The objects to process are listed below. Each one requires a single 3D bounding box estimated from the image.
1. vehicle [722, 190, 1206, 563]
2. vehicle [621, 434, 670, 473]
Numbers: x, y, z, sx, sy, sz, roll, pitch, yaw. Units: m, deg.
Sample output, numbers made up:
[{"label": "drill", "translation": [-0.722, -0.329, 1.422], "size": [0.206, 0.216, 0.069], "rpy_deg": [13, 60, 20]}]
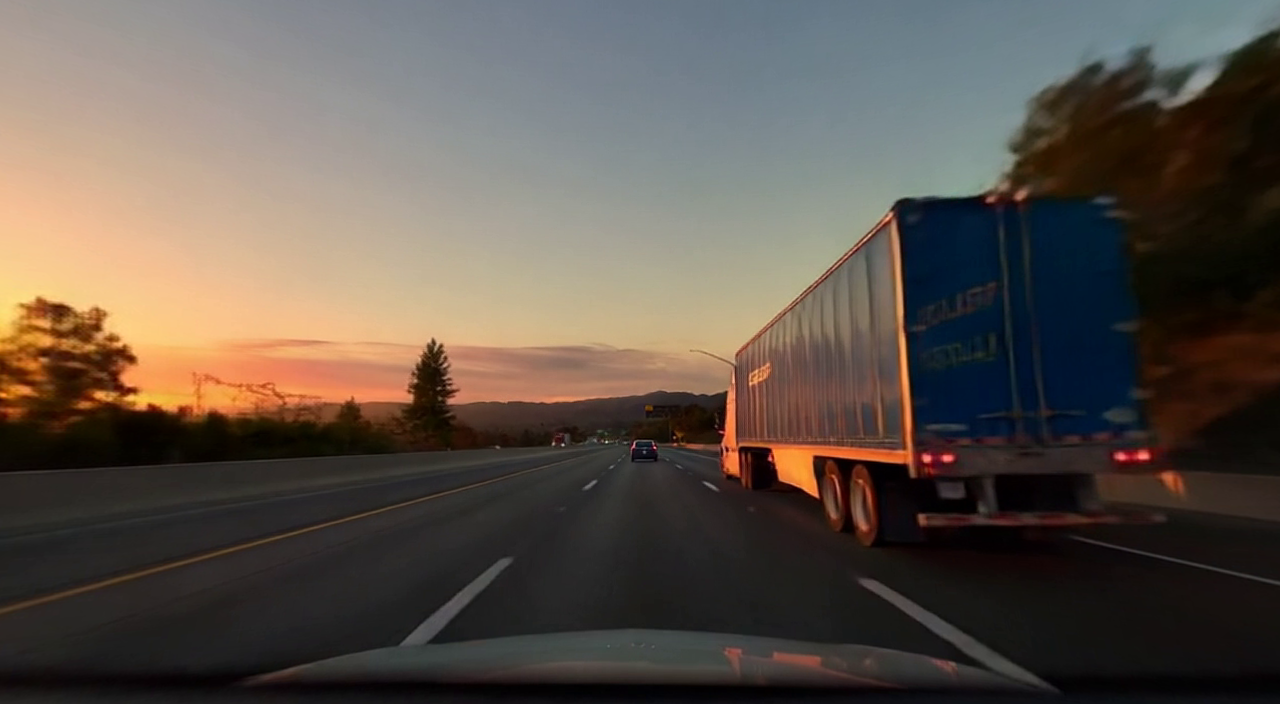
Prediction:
[{"label": "vehicle", "translation": [4.440, 1.257, 14.449], "size": [2.936, 4.125, 15.204], "rpy_deg": [0, -8, -1]}, {"label": "vehicle", "translation": [0.242, 4.636, 29.061], "size": [2.111, 1.635, 4.177], "rpy_deg": [0, -8, 0]}]
